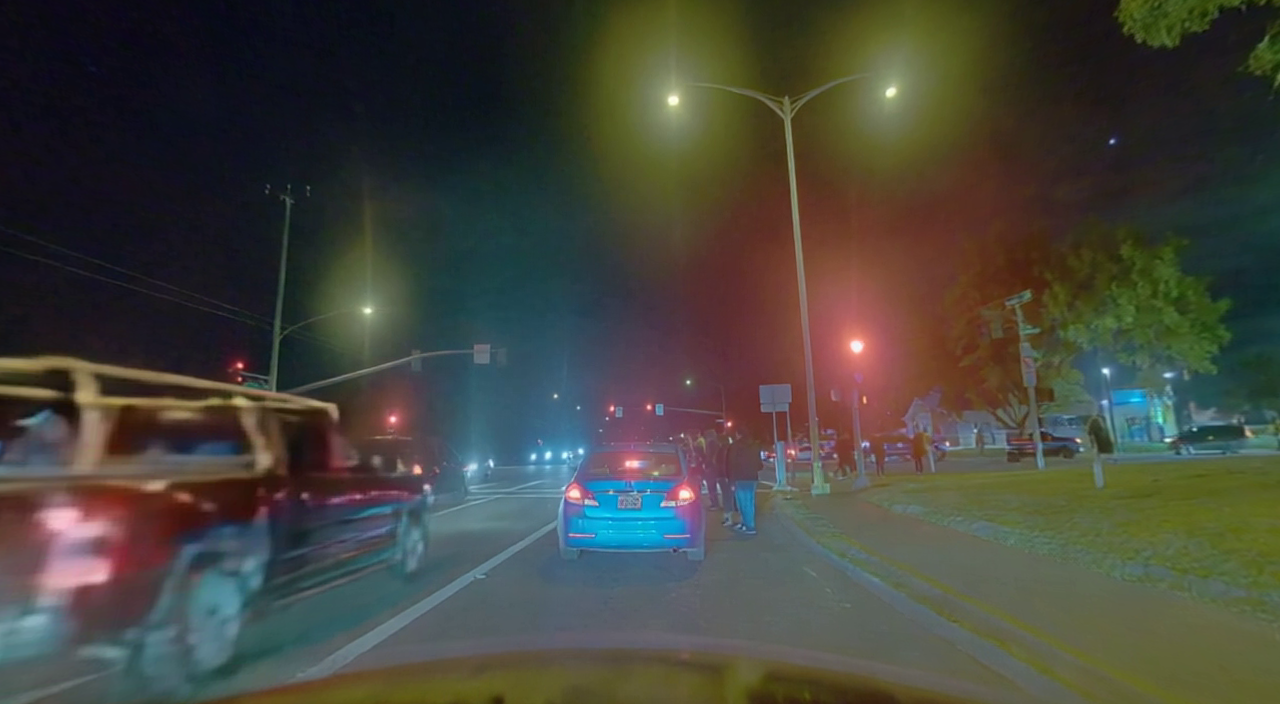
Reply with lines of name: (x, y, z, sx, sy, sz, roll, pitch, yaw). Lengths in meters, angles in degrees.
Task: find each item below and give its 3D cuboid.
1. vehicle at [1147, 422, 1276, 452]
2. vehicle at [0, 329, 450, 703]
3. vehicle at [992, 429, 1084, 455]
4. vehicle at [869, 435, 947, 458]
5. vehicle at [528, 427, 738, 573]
vehicle: (30.545, 4.601, 33.789, 4.739, 1.472, 1.804, -5, -10, 29)
vehicle: (-3.492, 1.183, 4.815, 2.273, 1.788, 5.258, 0, -9, 2)
vehicle: (23.818, 5.436, 37.746, 4.454, 1.440, 1.816, -5, -10, 30)
vehicle: (17.544, 6.201, 41.114, 4.441, 1.452, 1.798, -5, -10, 30)
vehicle: (-0.055, 1.863, 8.681, 2.182, 1.501, 4.150, 0, -9, 1)
